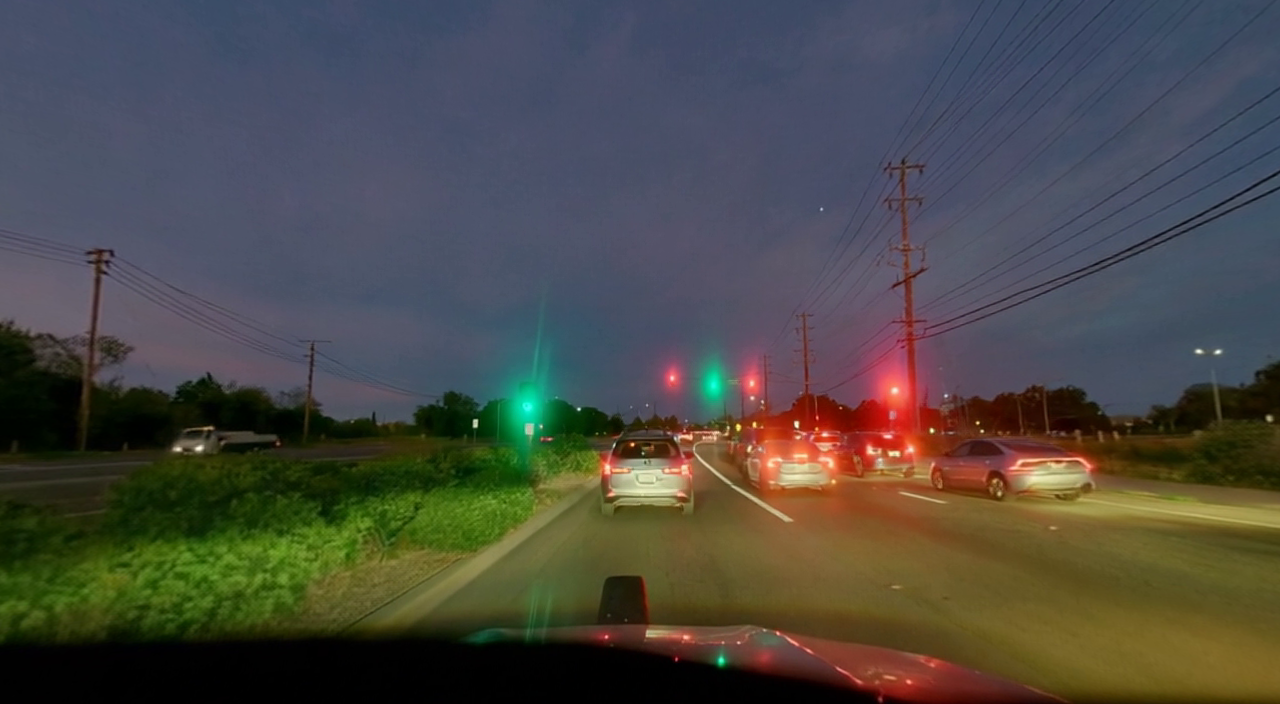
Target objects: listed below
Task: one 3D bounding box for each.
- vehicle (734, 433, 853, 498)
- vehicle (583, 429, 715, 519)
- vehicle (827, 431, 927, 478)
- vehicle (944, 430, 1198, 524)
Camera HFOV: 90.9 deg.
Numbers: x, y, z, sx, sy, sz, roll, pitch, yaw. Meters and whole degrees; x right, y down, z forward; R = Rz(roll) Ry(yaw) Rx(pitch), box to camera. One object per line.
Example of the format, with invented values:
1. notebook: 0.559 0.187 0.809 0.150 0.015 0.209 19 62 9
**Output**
1. vehicle: 3.828 2.926 16.626 2.028 1.454 4.531 0 -8 1
2. vehicle: 0.174 2.382 12.833 2.208 1.498 4.401 0 -8 1
3. vehicle: 8.650 3.781 23.498 1.966 1.536 4.666 0 -8 1
4. vehicle: 7.974 2.337 12.346 1.905 1.483 4.469 -1 -8 2
